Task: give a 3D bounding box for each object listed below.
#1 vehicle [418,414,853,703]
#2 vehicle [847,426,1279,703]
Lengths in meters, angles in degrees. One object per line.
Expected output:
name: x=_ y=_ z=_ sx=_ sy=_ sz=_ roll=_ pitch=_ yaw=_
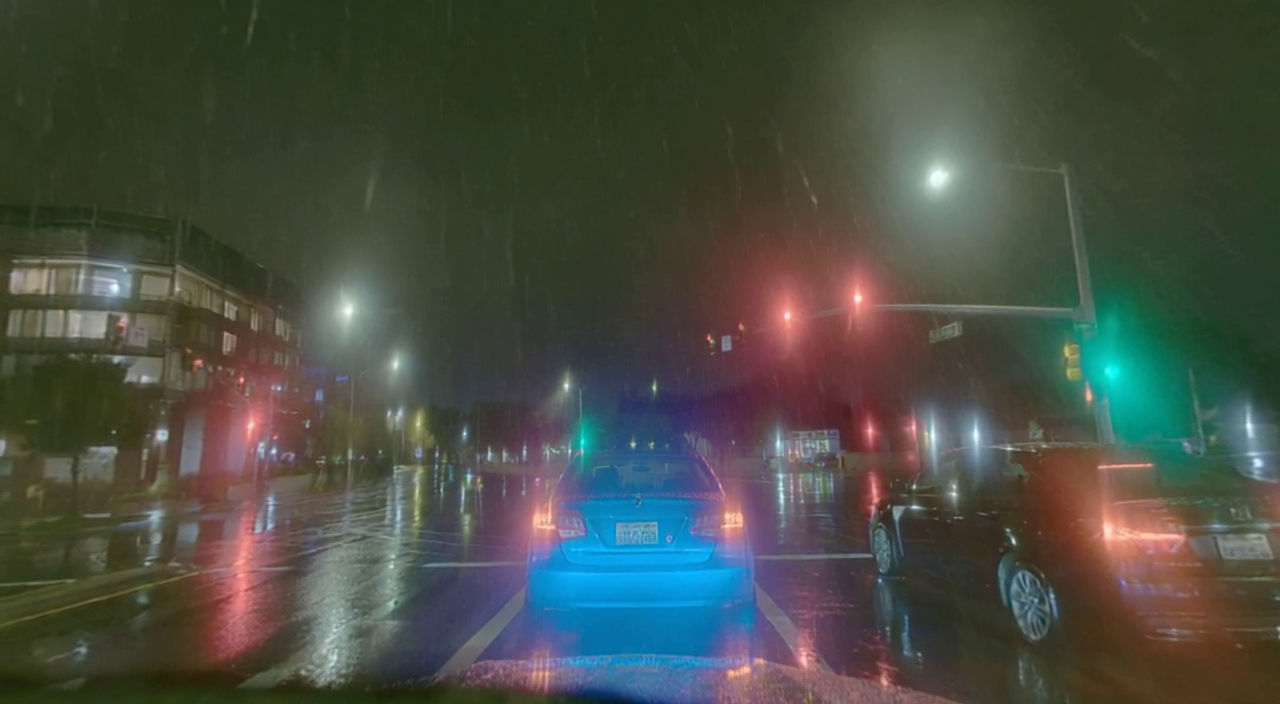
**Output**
vehicle: x=-0.054 y=1.351 z=5.148 sx=2.094 sy=1.481 sz=4.078 roll=0 pitch=-8 yaw=-1
vehicle: x=3.342 y=1.377 z=5.080 sx=1.860 sy=1.430 sz=4.089 roll=0 pitch=-8 yaw=-1
